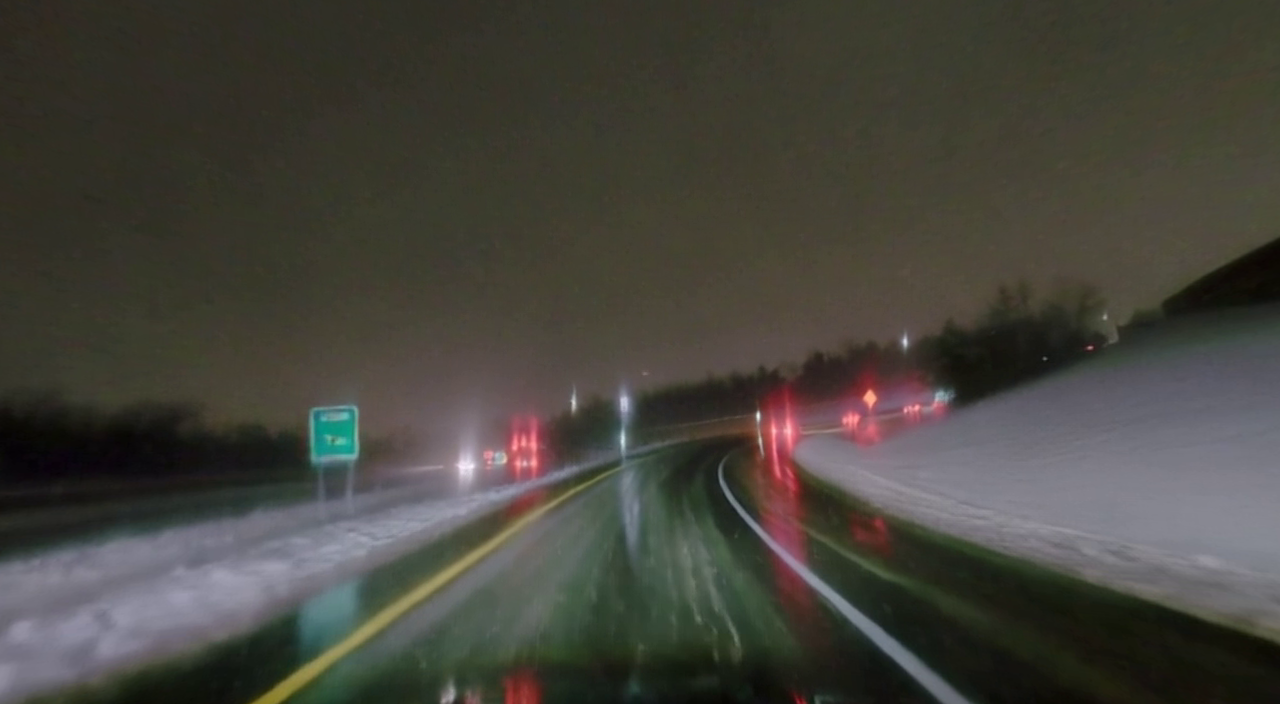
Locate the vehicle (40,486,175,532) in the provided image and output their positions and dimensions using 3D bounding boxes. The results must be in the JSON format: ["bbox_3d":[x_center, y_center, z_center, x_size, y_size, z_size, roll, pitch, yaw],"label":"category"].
[{"bbox_3d":[-22.809,6.703,27.281,2.045,1.513,4.795,0,-9,-6],"label":"vehicle"}]
